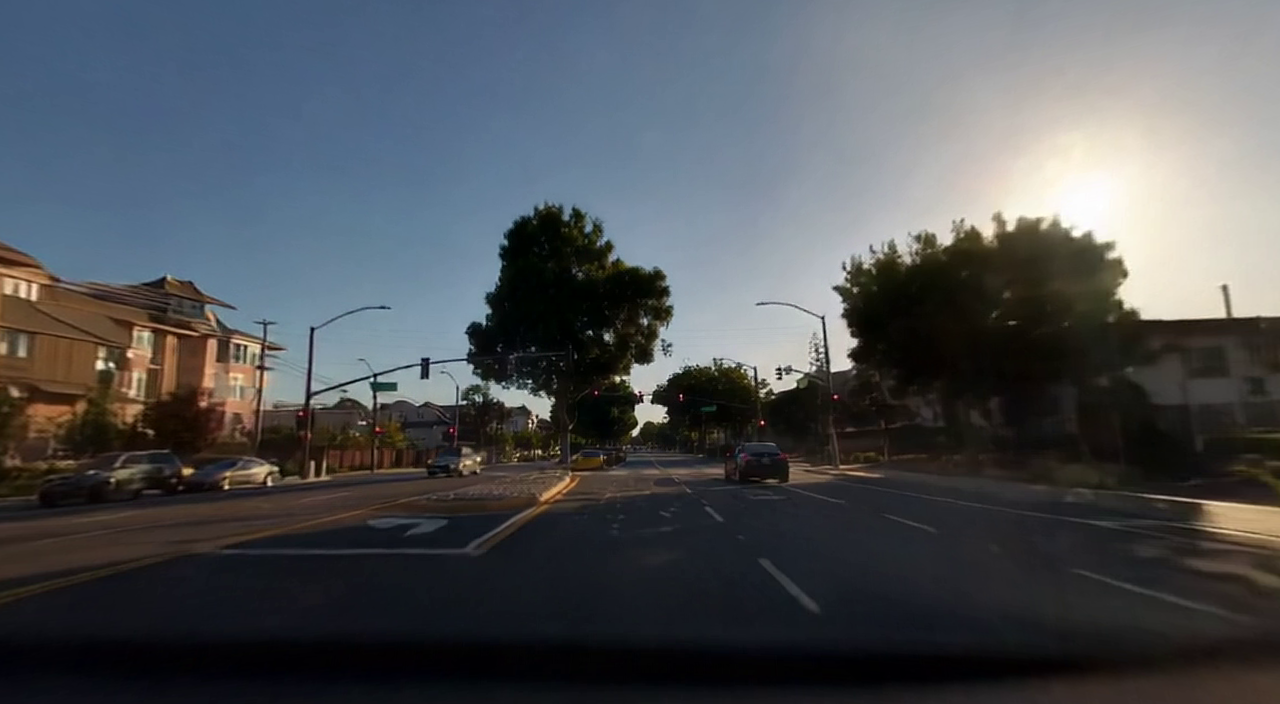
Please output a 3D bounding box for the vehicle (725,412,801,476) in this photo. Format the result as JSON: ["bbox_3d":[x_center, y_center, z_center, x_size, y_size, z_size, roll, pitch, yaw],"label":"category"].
[{"bbox_3d":[6.732,5.206,35.689,2.802,3.208,7.459,0,-9,0],"label":"vehicle"}]

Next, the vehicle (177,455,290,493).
[{"bbox_3d":[-18.233,5.445,28.574,1.901,1.513,4.795,0,-9,1],"label":"vehicle"}]

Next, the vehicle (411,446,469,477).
[{"bbox_3d":[-11.790,6.473,37.447,2.098,1.704,4.313,0,-9,-1],"label":"vehicle"}]

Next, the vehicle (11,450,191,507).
[{"bbox_3d":[-18.334,4.266,21.796,2.097,1.733,4.527,0,-9,2],"label":"vehicle"}]
